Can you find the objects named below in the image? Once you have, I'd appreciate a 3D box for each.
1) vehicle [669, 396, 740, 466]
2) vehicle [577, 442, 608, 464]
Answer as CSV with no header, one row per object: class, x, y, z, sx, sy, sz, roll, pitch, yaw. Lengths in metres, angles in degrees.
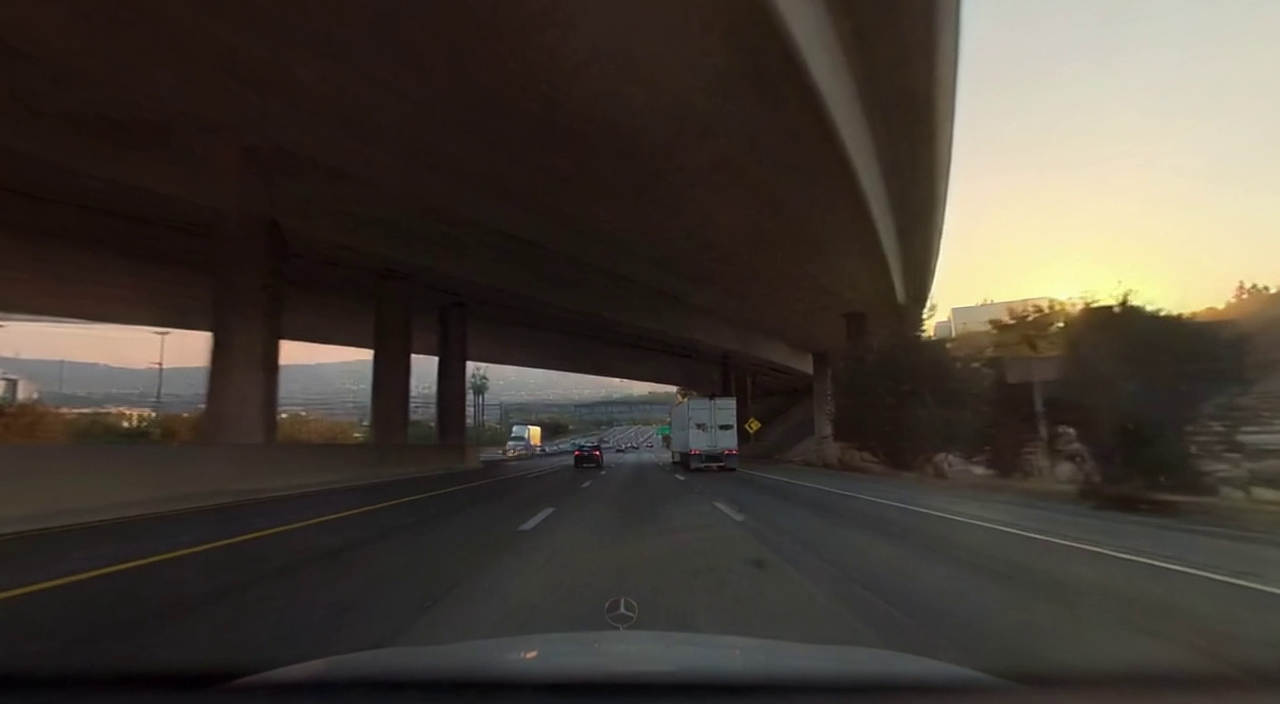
vehicle,4.106,5.773,44.262,3.201,4.104,14.356,0,-9,-1
vehicle,-3.510,7.600,47.235,2.100,1.525,4.179,0,-9,0
